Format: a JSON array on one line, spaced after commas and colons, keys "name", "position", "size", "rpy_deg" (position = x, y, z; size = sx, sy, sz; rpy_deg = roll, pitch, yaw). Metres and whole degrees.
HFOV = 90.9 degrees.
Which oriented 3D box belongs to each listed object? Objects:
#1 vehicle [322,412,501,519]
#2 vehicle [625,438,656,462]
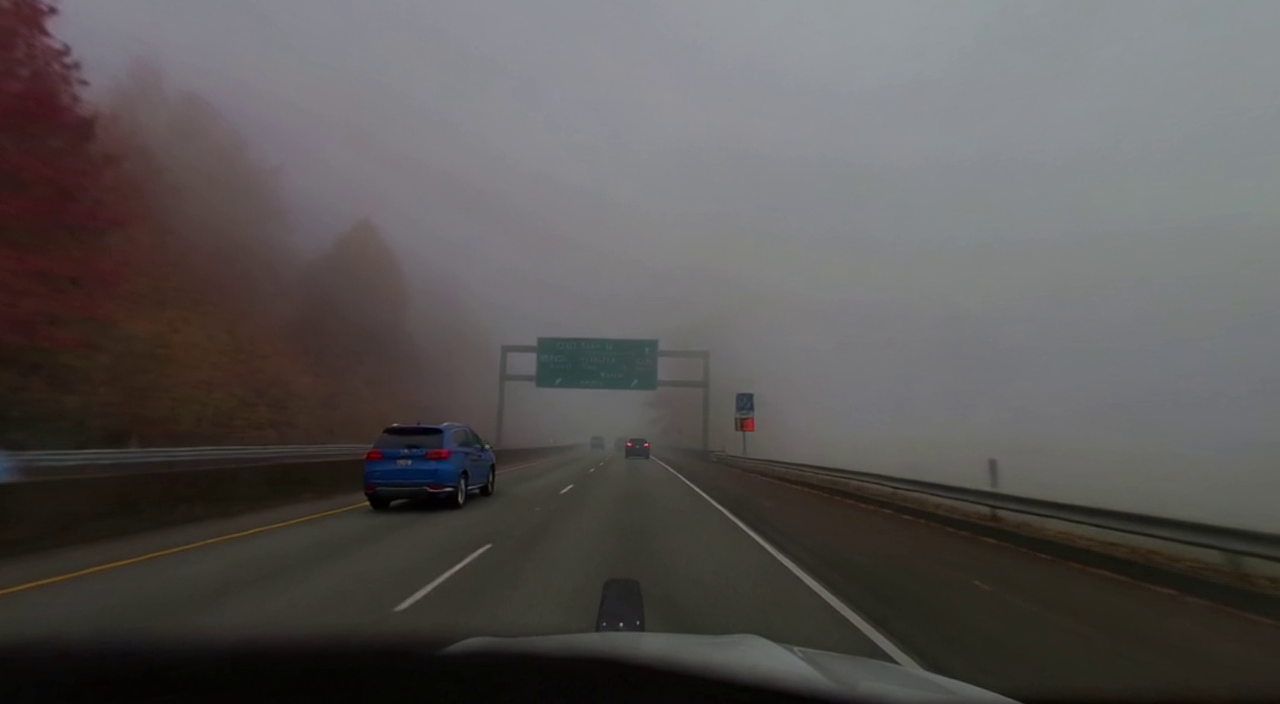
[{"name": "vehicle", "position": [-4.204, 2.157, 12.440], "size": [1.924, 1.720, 4.195], "rpy_deg": [0, -8, 0]}, {"name": "vehicle", "position": [0.025, 6.391, 41.271], "size": [1.939, 1.497, 3.863], "rpy_deg": [0, -8, 0]}]
